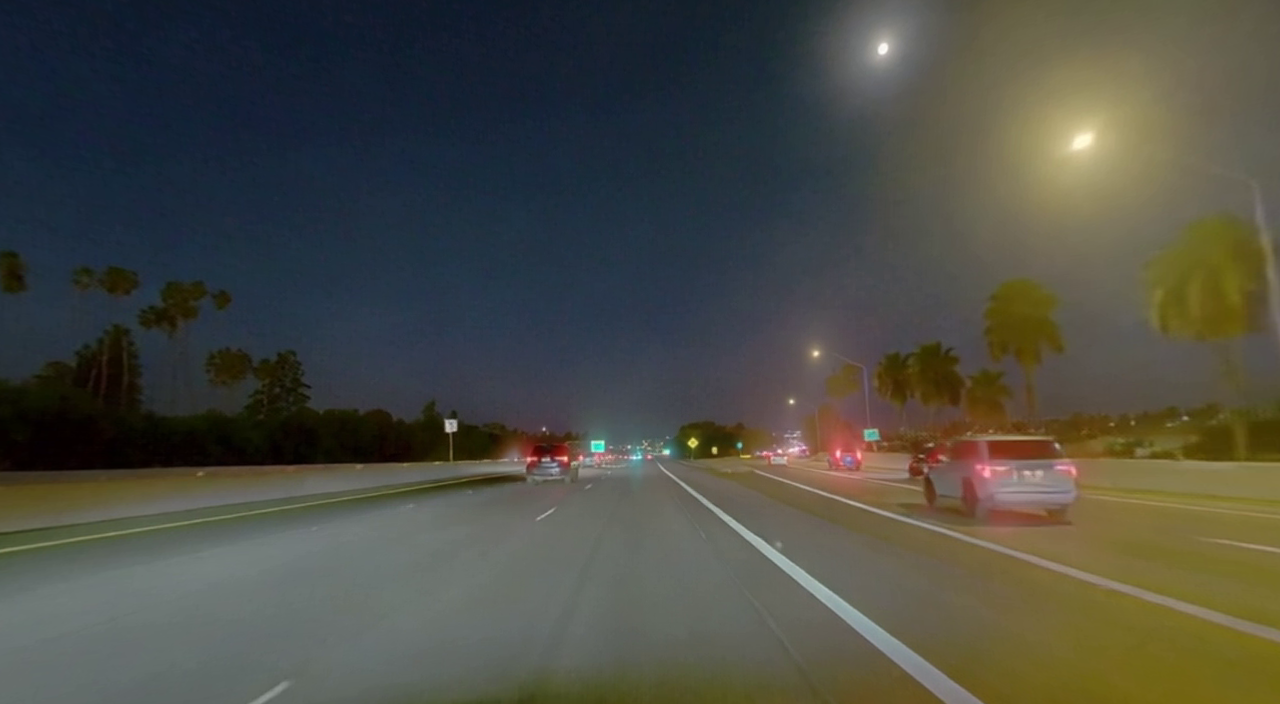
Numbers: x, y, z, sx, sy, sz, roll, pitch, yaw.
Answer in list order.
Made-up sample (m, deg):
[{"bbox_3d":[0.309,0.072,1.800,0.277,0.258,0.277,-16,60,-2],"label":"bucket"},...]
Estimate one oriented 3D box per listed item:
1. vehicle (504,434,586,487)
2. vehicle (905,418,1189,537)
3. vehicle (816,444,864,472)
[{"bbox_3d":[-3.791,4.503,26.391,2.420,1.937,5.916,0,-9,1],"label":"vehicle"},{"bbox_3d":[7.320,2.328,12.305,2.303,1.791,5.247,-1,-9,4],"label":"vehicle"},{"bbox_3d":[13.623,7.239,43.201,1.991,1.755,4.836,-1,-9,3],"label":"vehicle"}]
